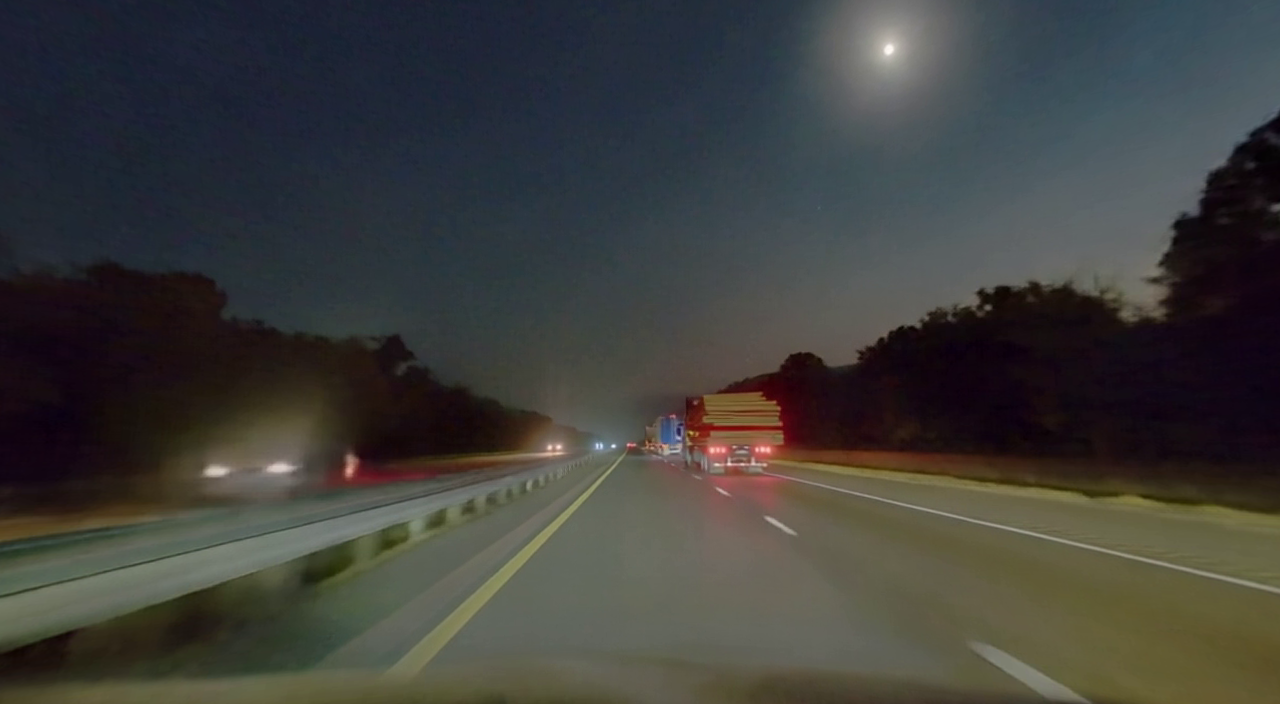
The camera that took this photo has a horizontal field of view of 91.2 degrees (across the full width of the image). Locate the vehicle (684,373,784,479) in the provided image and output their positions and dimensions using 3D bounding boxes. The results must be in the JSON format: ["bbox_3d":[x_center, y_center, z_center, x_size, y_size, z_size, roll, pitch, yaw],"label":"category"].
[{"bbox_3d":[4.081,3.803,31.079,3.024,4.065,13.796,0,-8,1],"label":"vehicle"}]
